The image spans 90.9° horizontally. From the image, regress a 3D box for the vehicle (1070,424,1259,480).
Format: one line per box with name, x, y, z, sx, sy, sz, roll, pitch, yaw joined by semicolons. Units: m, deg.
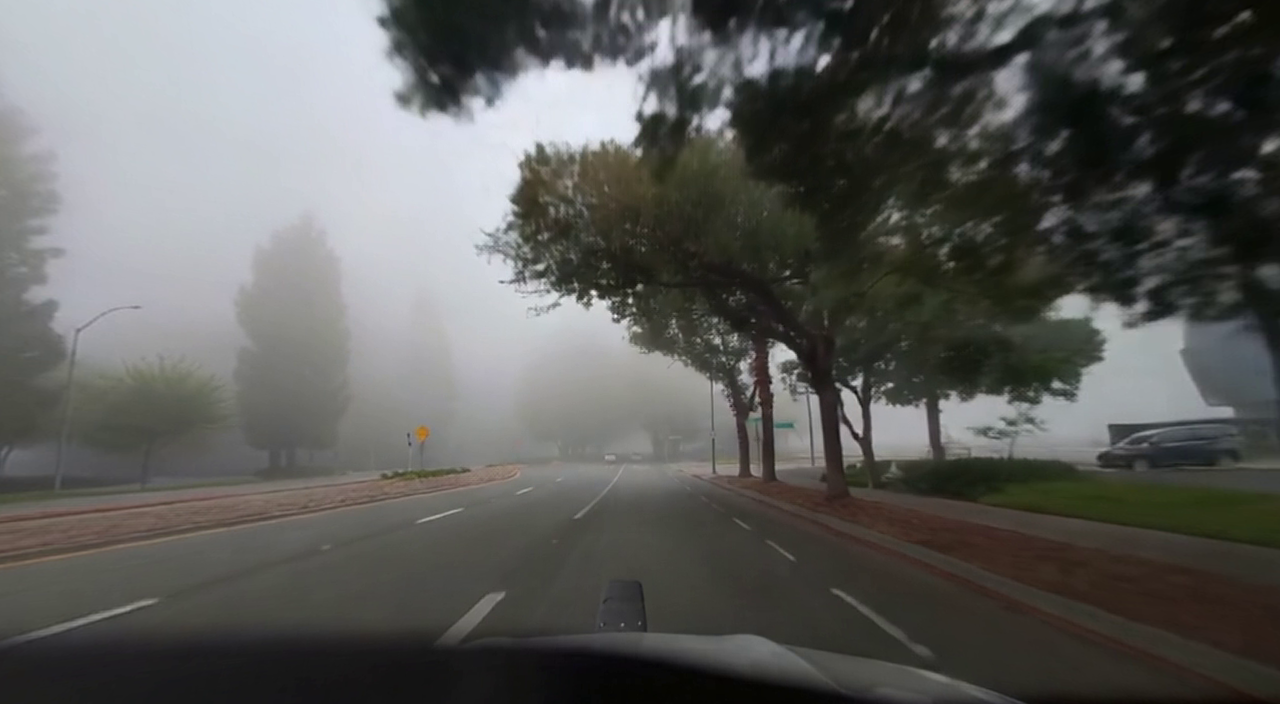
vehicle;14.119;2.723;17.147;3.641;1.408;1.584;0;-9;1
